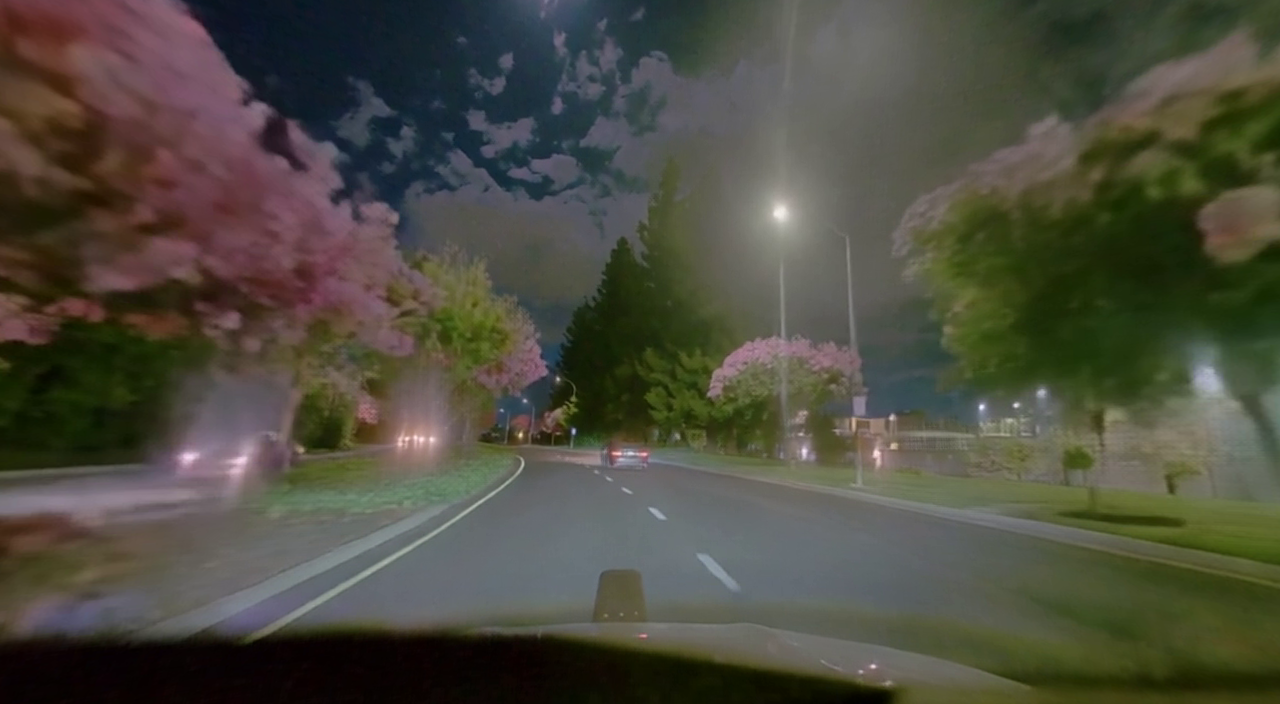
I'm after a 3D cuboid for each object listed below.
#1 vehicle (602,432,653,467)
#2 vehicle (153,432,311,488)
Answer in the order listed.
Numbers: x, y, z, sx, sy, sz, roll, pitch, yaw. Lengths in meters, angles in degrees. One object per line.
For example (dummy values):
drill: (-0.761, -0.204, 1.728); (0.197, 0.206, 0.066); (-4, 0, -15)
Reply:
vehicle: (-0.817, 5.600, 36.138); (2.166, 1.828, 4.607); (2, -9, -11)
vehicle: (-12.073, 3.211, 19.040); (2.067, 1.468, 4.665); (1, -9, -6)
